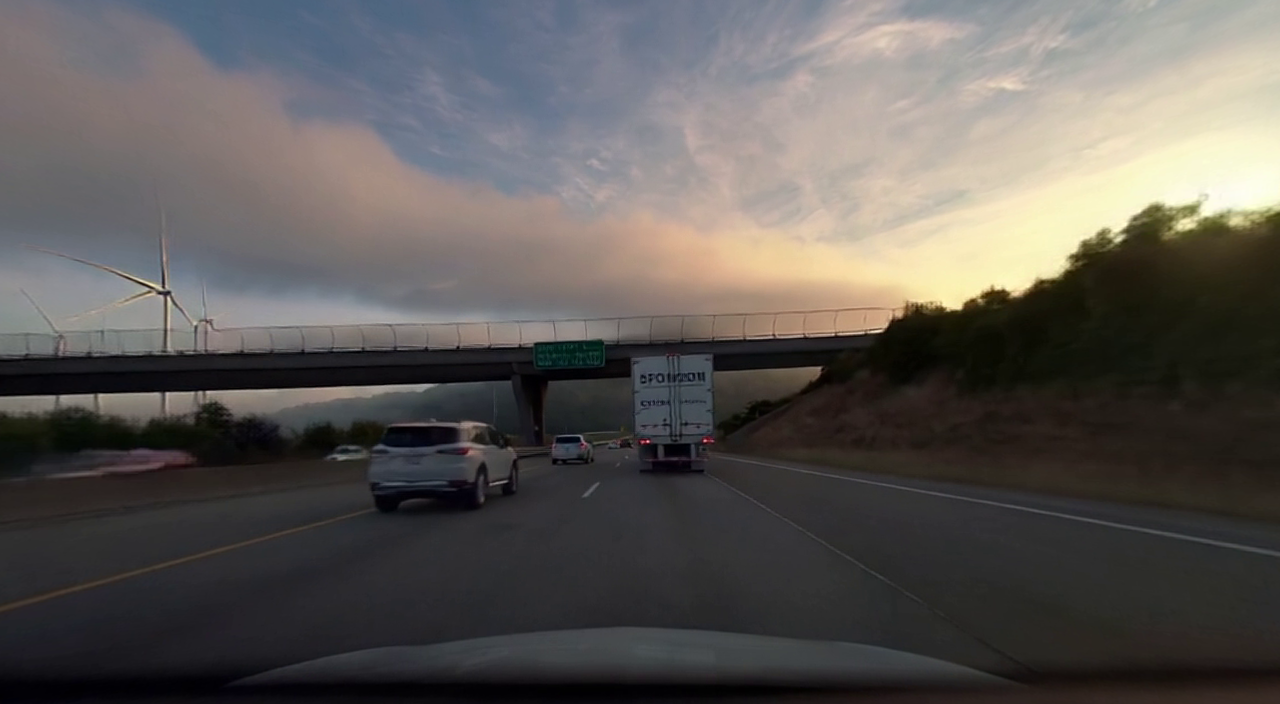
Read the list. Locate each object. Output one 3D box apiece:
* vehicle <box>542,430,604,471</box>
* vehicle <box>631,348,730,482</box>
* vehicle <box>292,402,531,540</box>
[{"bbox_3d":[-2.915,4.395,28.587,2.167,1.686,4.946,0,-8,2],"label":"vehicle"},{"bbox_3d":[1.313,2.702,25.149,2.906,3.990,12.551,0,-8,1],"label":"vehicle"},{"bbox_3d":[-3.439,1.888,10.719,2.283,1.814,4.568,0,-8,1],"label":"vehicle"}]
